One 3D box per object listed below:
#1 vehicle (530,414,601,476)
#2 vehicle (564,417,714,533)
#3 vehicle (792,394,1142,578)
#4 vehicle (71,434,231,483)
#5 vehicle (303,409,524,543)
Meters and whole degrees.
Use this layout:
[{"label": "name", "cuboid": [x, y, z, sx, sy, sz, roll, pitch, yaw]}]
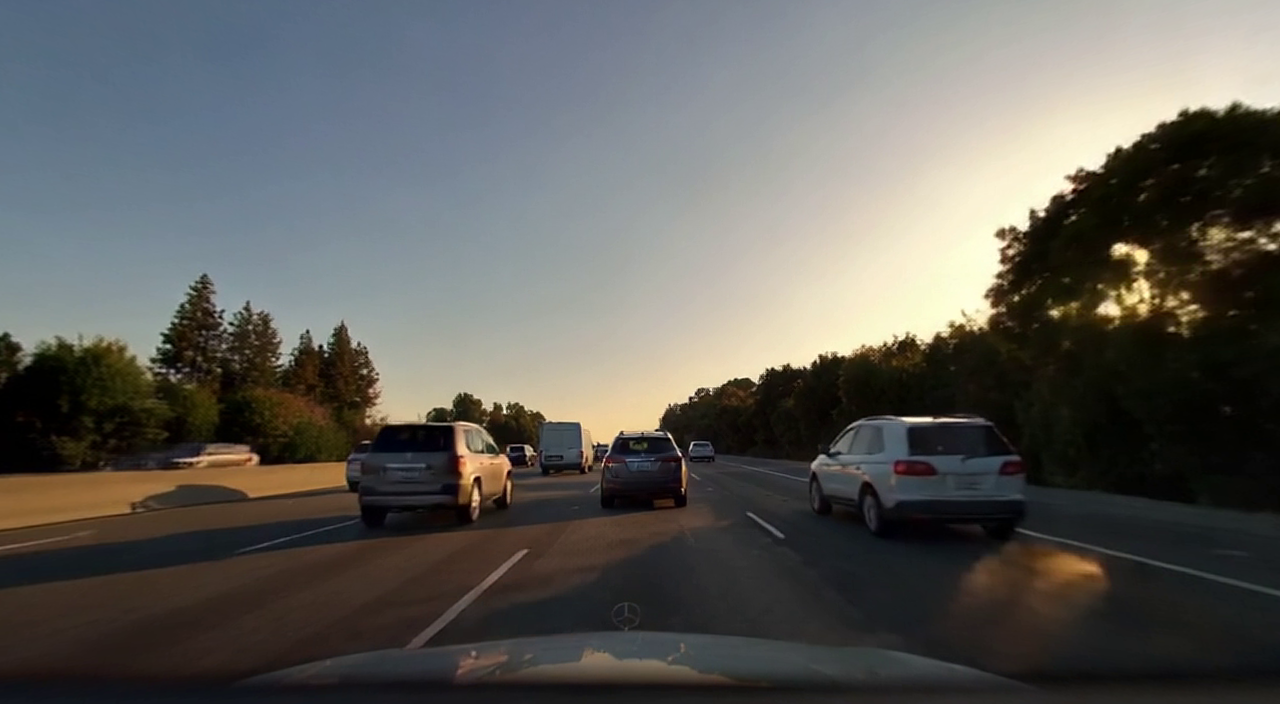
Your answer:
[{"label": "vehicle", "cuboid": [-3.126, 4.090, 27.699, 2.359, 2.399, 5.500, 0, -9, 1]}, {"label": "vehicle", "cuboid": [-0.006, 2.147, 11.520, 2.223, 1.722, 4.177, 0, -9, 0]}, {"label": "vehicle", "cuboid": [3.906, 1.723, 8.958, 2.175, 1.830, 5.173, 0, -9, 0]}, {"label": "vehicle", "cuboid": [-20.748, 4.550, 27.174, 2.214, 1.853, 5.789, 0, -9, 0]}, {"label": "vehicle", "cuboid": [-3.485, 2.002, 10.765, 2.142, 1.808, 4.266, 0, -9, 0]}]
